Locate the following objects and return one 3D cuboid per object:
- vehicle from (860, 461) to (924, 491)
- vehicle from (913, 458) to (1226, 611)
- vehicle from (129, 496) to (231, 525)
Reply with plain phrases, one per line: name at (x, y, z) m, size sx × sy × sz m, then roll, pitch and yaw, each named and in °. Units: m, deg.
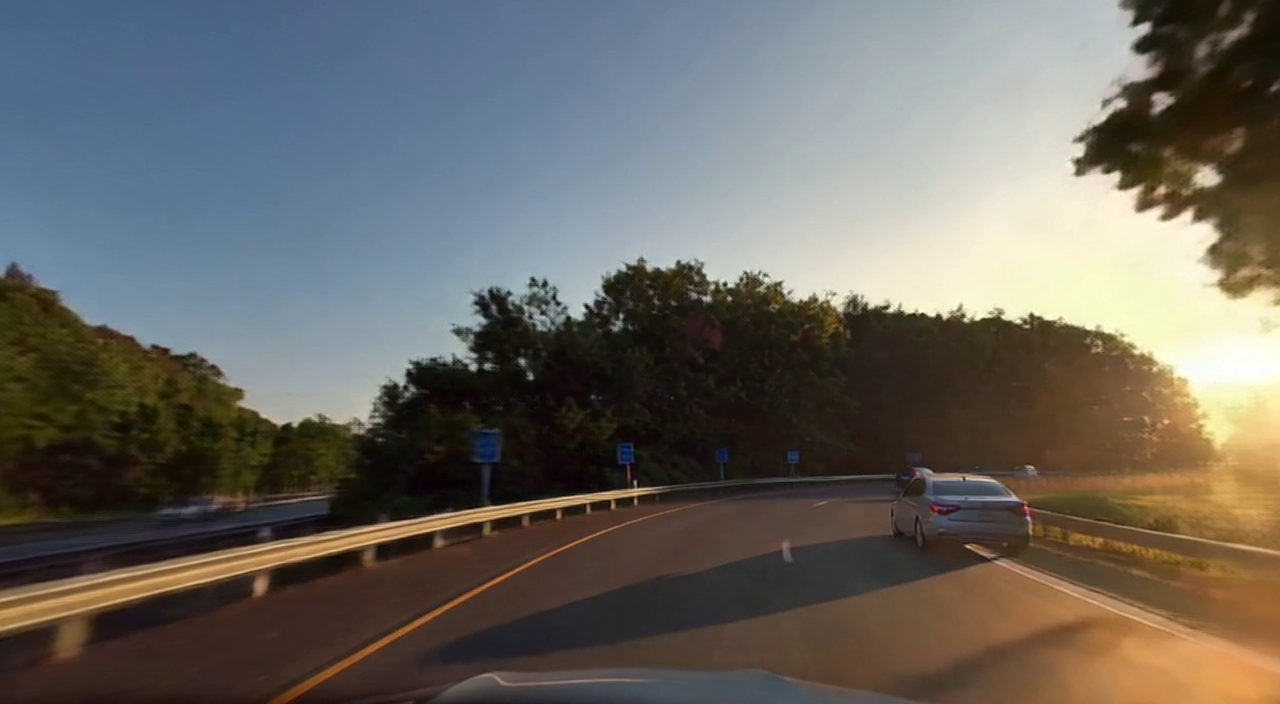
vehicle at (13.748, 6.746, 34.267) m, size 1.992 × 1.503 × 3.793 m, roll -8°, pitch -14°, yaw 40°
vehicle at (5.600, 2.370, 9.046) m, size 2.023 × 1.593 × 4.105 m, roll -1°, pitch -10°, yaw 8°
vehicle at (-30.024, 10.343, 41.326) m, size 5.016 × 1.655 × 1.850 m, roll 6°, pitch -11°, yaw -26°
